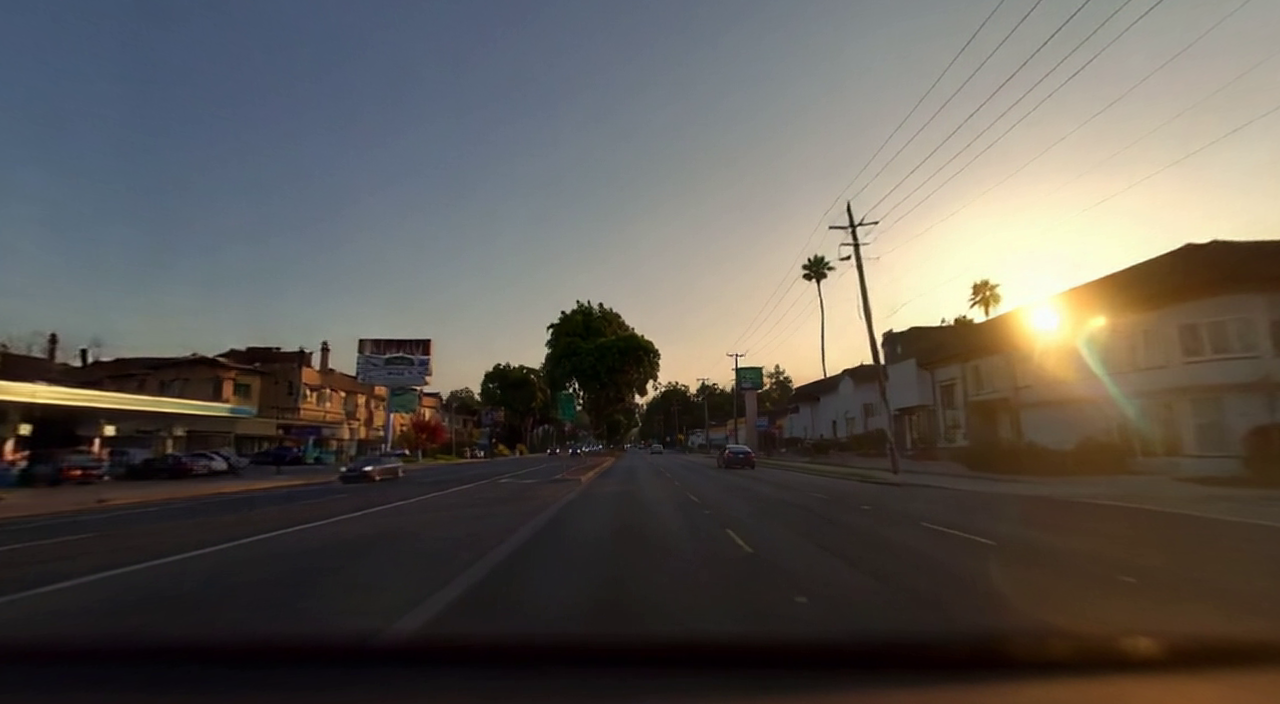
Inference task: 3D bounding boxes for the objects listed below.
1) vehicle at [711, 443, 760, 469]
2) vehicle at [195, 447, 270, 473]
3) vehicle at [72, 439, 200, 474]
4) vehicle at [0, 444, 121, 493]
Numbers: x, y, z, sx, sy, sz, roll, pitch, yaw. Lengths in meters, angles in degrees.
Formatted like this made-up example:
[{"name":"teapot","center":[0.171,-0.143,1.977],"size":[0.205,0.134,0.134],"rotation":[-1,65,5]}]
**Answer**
[{"name":"vehicle","center":[5.943,6.538,39.920],"size":[2.261,1.479,4.403],"rotation":[0,-8,-2]},{"name":"vehicle","center":[-27.863,7.350,43.365],"size":[2.113,1.684,4.498],"rotation":[0,-8,0]},{"name":"vehicle","center":[-29.078,6.010,36.649],"size":[5.561,1.842,2.131],"rotation":[6,-10,-39]},{"name":"vehicle","center":[-25.979,5.012,27.686],"size":[2.056,1.890,5.063],"rotation":[0,-8,0]}]
